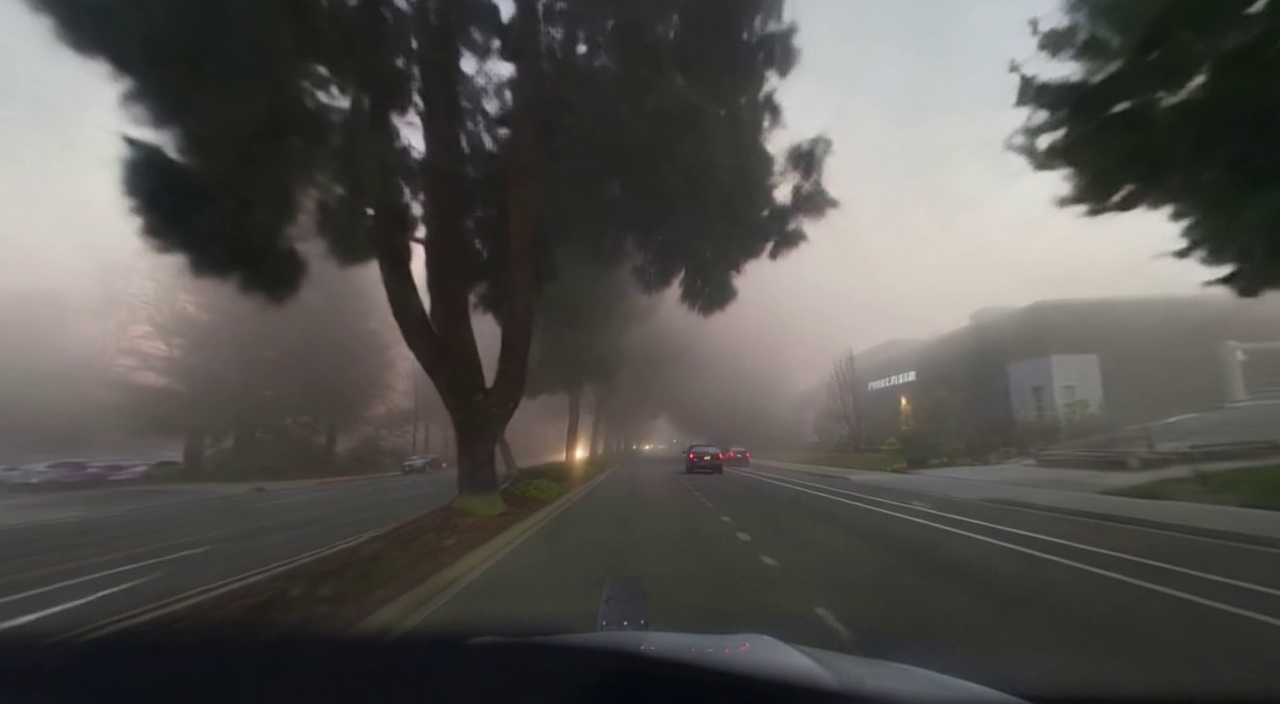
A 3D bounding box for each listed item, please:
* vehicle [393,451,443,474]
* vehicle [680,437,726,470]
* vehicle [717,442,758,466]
[{"bbox_3d":[-16.296,8.106,46.535,2.009,1.540,4.849,0,-9,0],"label":"vehicle"},{"bbox_3d":[3.544,5.783,36.189,2.143,1.759,4.378,0,-9,-1],"label":"vehicle"},{"bbox_3d":[6.628,7.008,43.423,2.100,1.491,4.563,0,-9,0],"label":"vehicle"}]
